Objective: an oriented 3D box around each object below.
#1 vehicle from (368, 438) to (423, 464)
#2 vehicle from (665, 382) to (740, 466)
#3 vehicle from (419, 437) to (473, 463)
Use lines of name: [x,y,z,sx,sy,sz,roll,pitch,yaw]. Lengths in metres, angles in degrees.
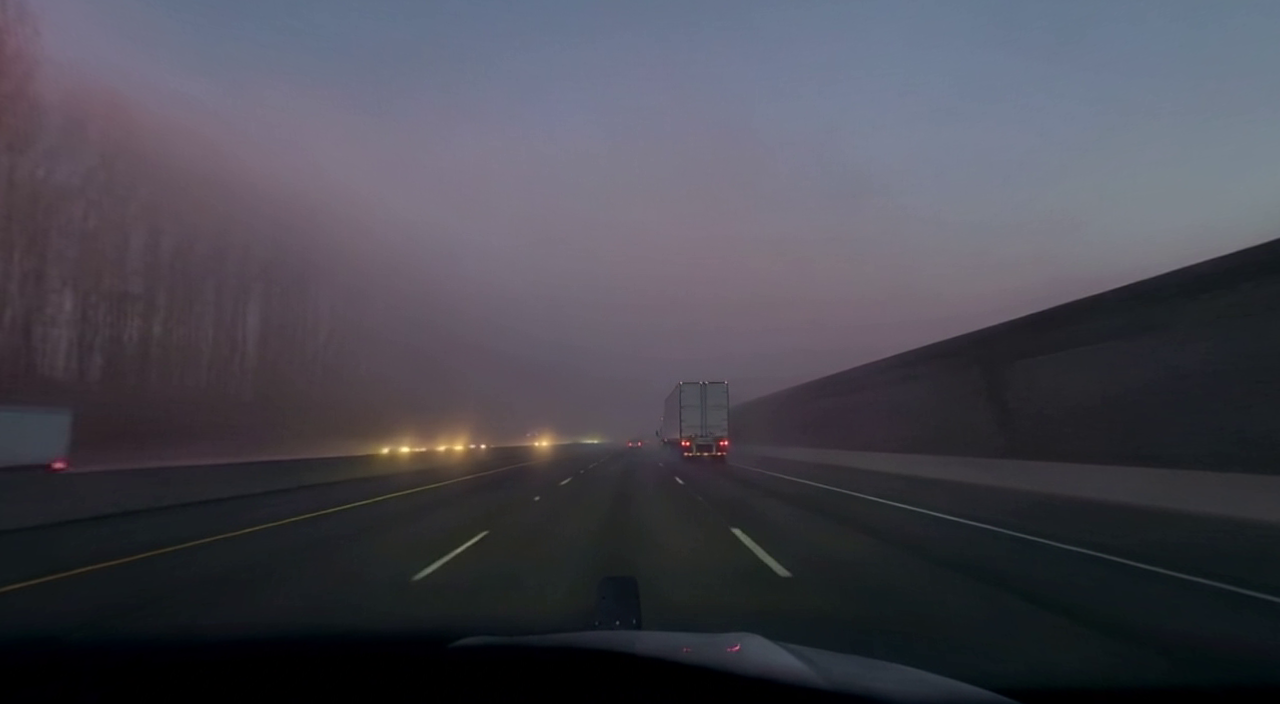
vehicle: [-15.992,6.453,41.290,1.905,1.641,4.417,0,-8,-1]
vehicle: [3.424,4.615,39.380,2.979,4.161,15.508,0,-7,-1]
vehicle: [-12.291,6.207,40.171,1.993,1.570,4.855,0,-8,-1]
